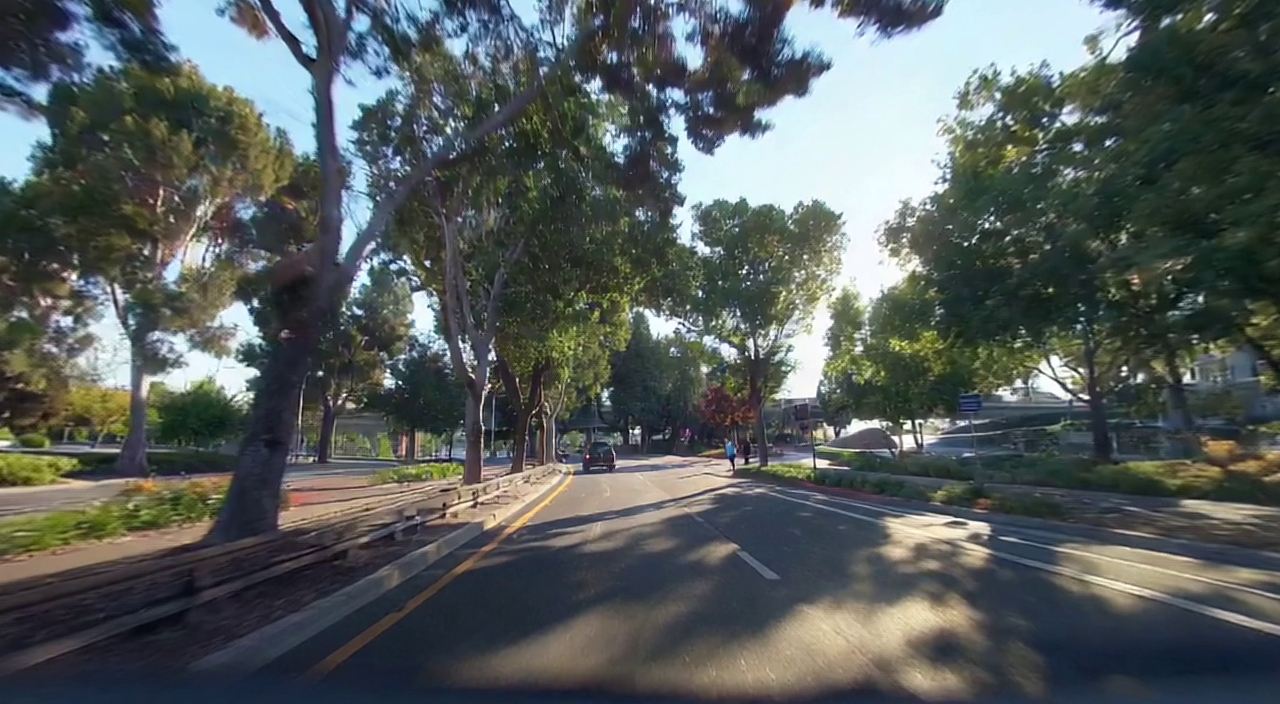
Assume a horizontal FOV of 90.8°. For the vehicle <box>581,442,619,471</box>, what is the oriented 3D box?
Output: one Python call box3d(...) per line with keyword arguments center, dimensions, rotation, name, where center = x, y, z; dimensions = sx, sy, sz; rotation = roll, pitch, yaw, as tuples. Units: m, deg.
box3d(center=(-2.591, 6.638, 40.270), dimensions=(2.184, 1.713, 4.231), rotation=(1, -9, -6), name="vehicle")
